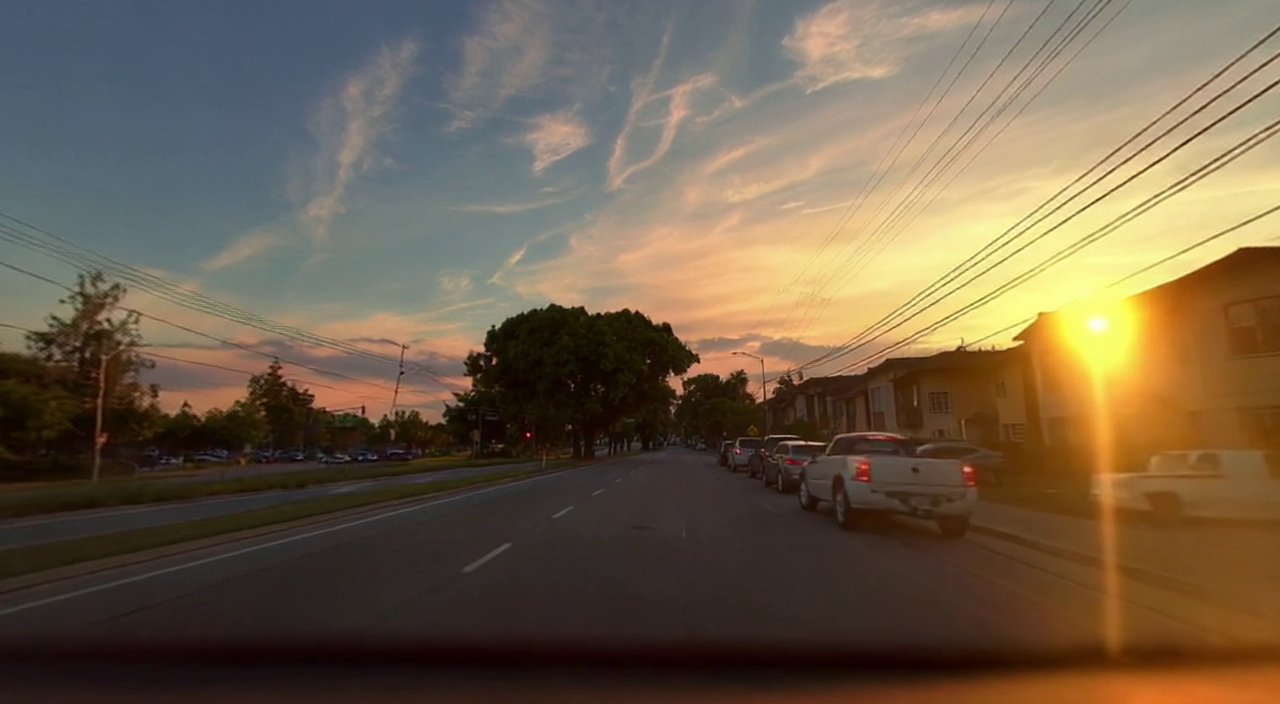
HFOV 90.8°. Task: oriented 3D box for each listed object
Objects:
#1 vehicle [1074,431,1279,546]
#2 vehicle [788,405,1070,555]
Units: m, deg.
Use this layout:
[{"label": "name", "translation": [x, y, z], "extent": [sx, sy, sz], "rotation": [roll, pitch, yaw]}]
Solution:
[{"label": "vehicle", "translation": [10.170, 2.146, 10.220], "extent": [2.038, 1.680, 4.660], "rotation": [7, -11, -38]}, {"label": "vehicle", "translation": [4.123, 1.932, 10.305], "extent": [2.359, 1.817, 4.985], "rotation": [0, -8, 2]}]
